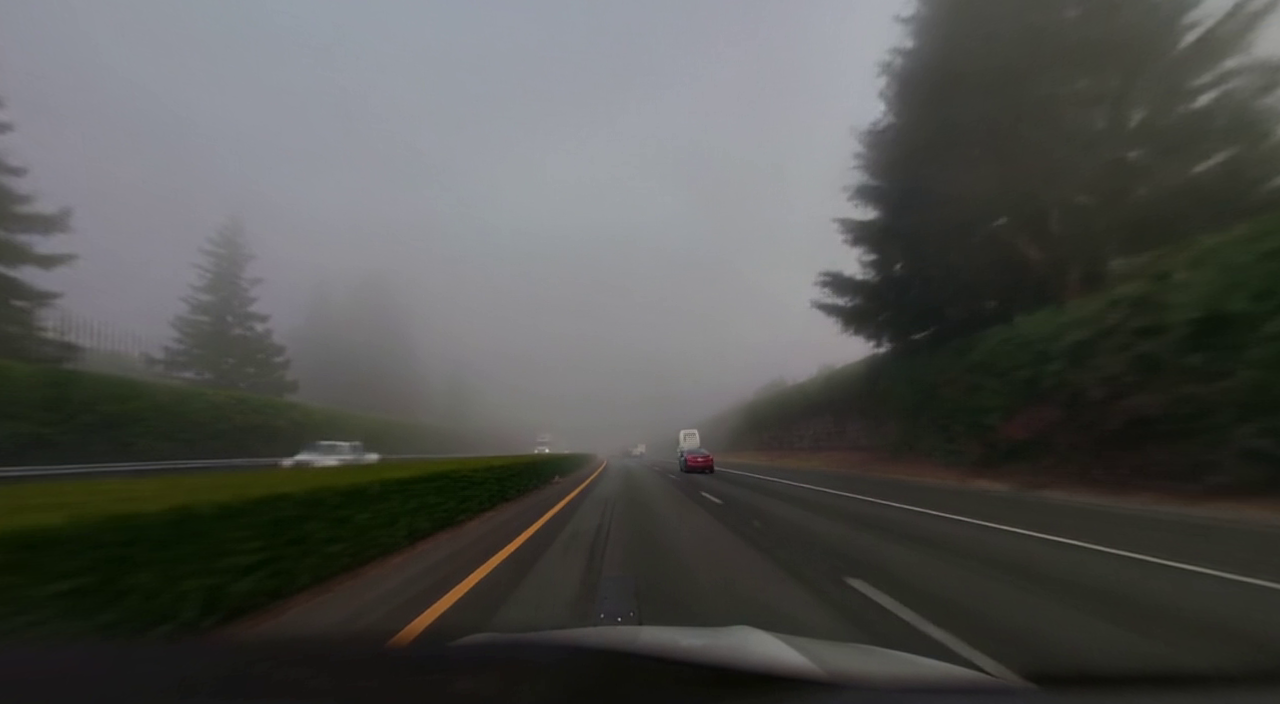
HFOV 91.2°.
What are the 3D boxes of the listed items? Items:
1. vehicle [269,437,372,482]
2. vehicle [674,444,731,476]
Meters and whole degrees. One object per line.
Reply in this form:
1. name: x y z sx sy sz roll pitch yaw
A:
1. vehicle: -13.102 4.432 26.071 2.004 1.662 4.359 0 -9 -1
2. vehicle: 3.110 5.540 32.247 2.244 1.498 4.338 0 -9 -3
